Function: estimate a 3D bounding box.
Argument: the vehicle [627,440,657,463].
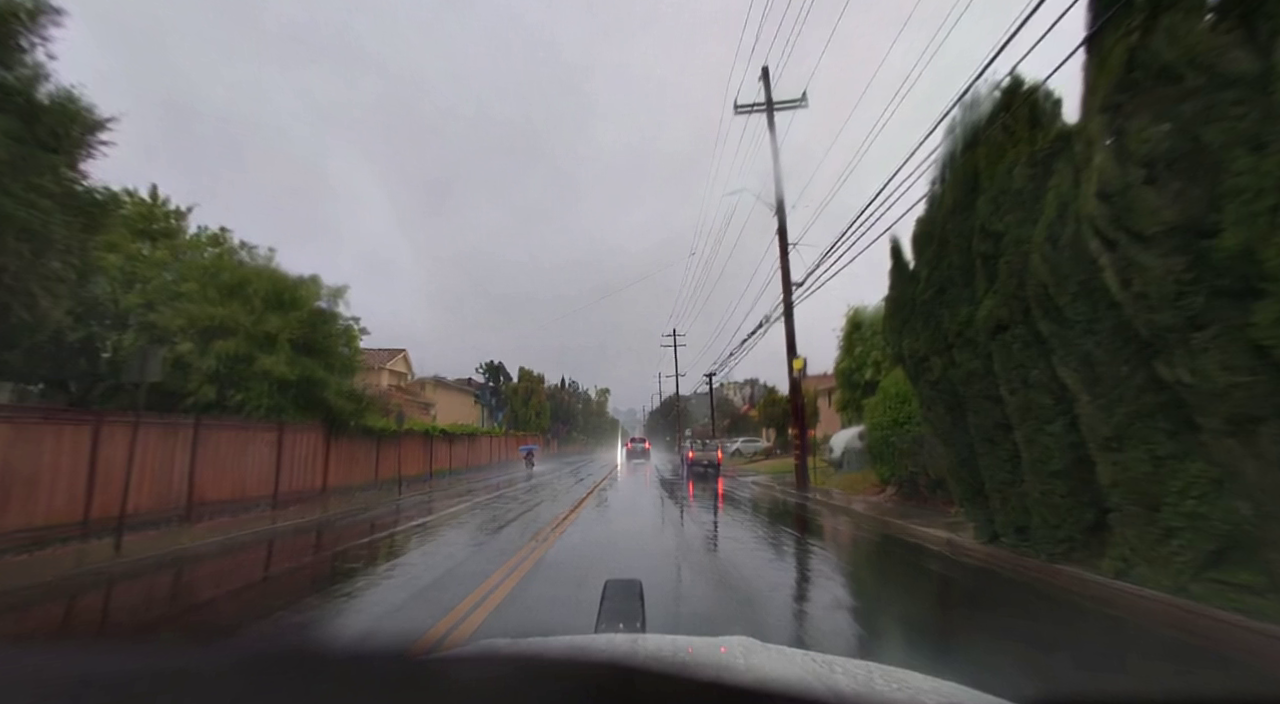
[{"bbox_3d":[0.139,7.661,48.852,2.177,1.703,4.110,0,-9,0],"label":"vehicle"}]

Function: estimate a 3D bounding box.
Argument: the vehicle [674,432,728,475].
[{"bbox_3d":[3.222,5.515,34.535,2.278,1.933,5.860,4,-8,0],"label":"vehicle"}]

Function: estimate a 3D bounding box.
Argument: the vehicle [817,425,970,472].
[{"bbox_3d":[11.254,4.352,28.412,5.846,1.971,2.273,-1,-9,2],"label":"vehicle"}]
